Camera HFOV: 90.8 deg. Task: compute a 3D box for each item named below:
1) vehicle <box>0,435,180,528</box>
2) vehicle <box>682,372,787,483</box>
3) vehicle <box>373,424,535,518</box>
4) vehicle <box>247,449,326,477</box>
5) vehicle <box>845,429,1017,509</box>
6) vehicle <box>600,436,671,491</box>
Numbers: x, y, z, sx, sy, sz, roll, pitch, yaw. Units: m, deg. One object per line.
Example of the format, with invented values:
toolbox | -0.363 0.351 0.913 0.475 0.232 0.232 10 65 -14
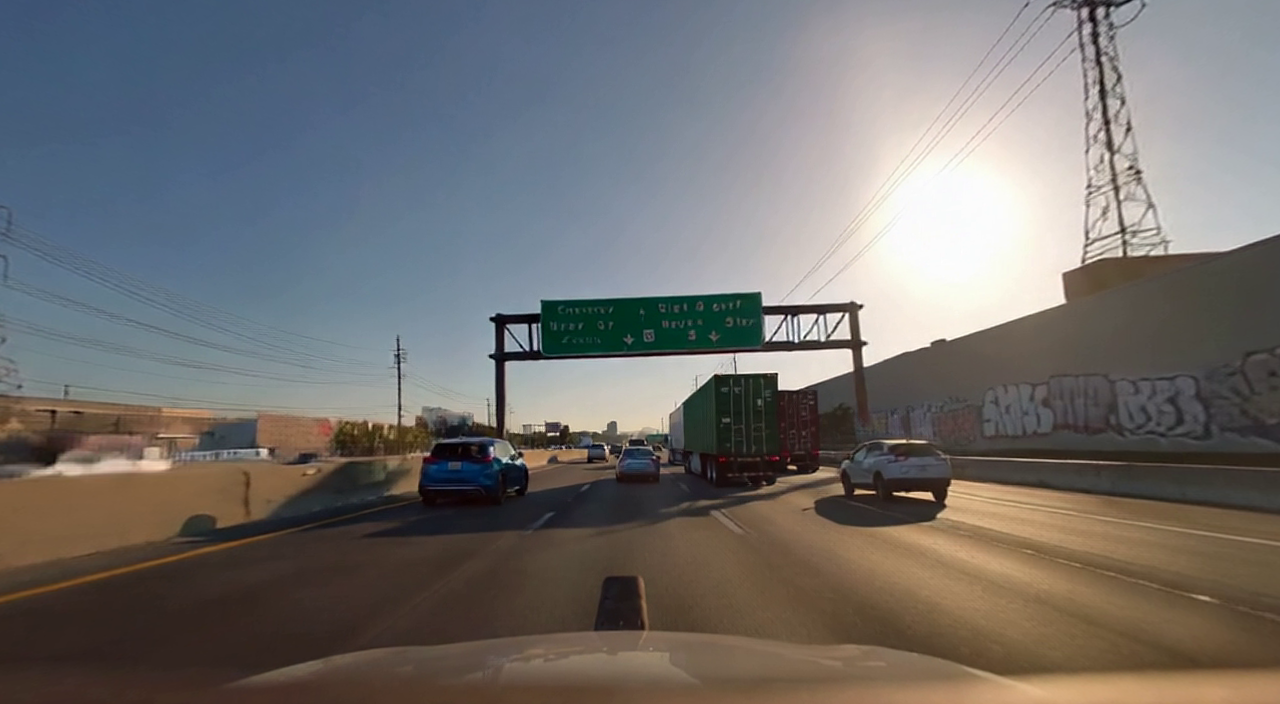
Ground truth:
vehicle | -11.601 2.436 12.351 1.904 1.518 4.443 0 -9 -1
vehicle | 3.847 3.738 29.591 2.800 4.039 13.179 0 -9 0
vehicle | -4.001 2.676 14.640 2.264 1.804 4.584 0 -9 1
vehicle | -19.471 6.113 35.039 1.858 1.460 4.599 0 -9 -2
vehicle | 7.146 2.920 16.205 2.202 1.731 4.628 0 -9 0
vehicle | -0.160 3.781 21.737 2.191 1.685 4.015 0 -9 -1
